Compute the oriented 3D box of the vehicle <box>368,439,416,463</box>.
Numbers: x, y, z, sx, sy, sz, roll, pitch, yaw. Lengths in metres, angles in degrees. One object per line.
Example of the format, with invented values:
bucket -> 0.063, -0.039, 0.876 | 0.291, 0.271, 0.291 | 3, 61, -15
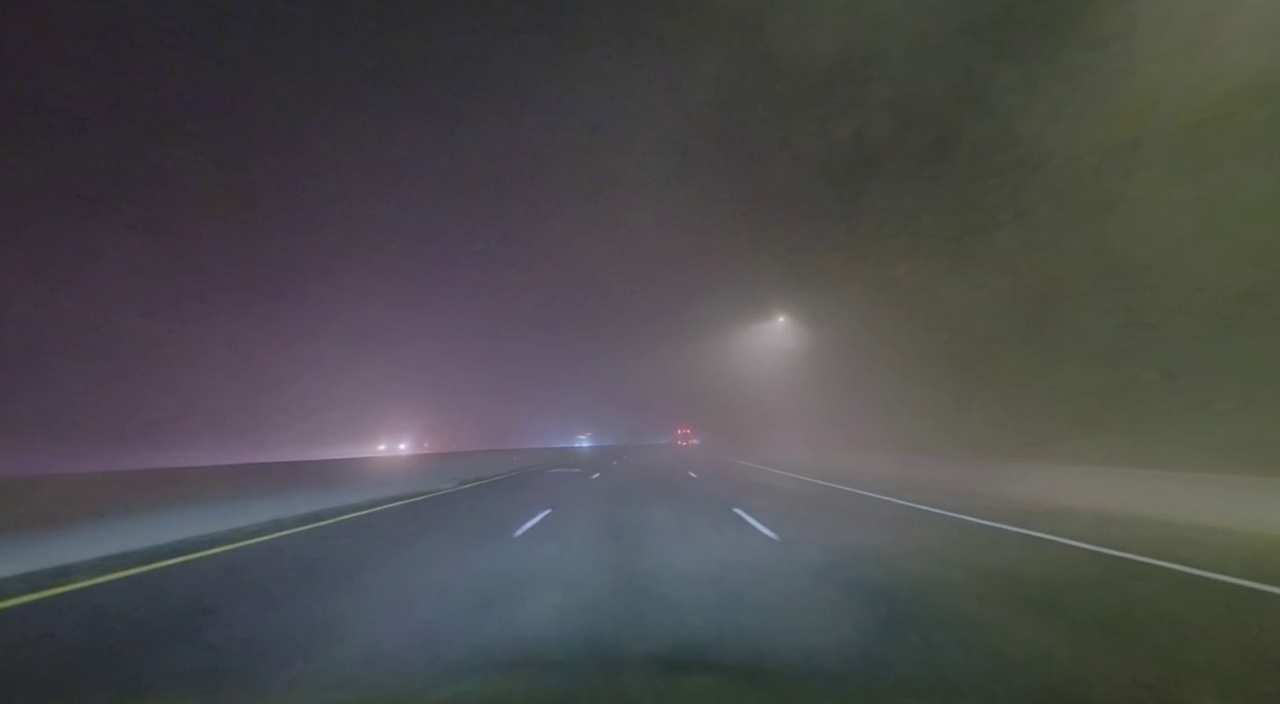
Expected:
vehicle -> -19.322, 7.700, 49.209 | 1.910, 1.779, 4.264 | -1, -8, 1
